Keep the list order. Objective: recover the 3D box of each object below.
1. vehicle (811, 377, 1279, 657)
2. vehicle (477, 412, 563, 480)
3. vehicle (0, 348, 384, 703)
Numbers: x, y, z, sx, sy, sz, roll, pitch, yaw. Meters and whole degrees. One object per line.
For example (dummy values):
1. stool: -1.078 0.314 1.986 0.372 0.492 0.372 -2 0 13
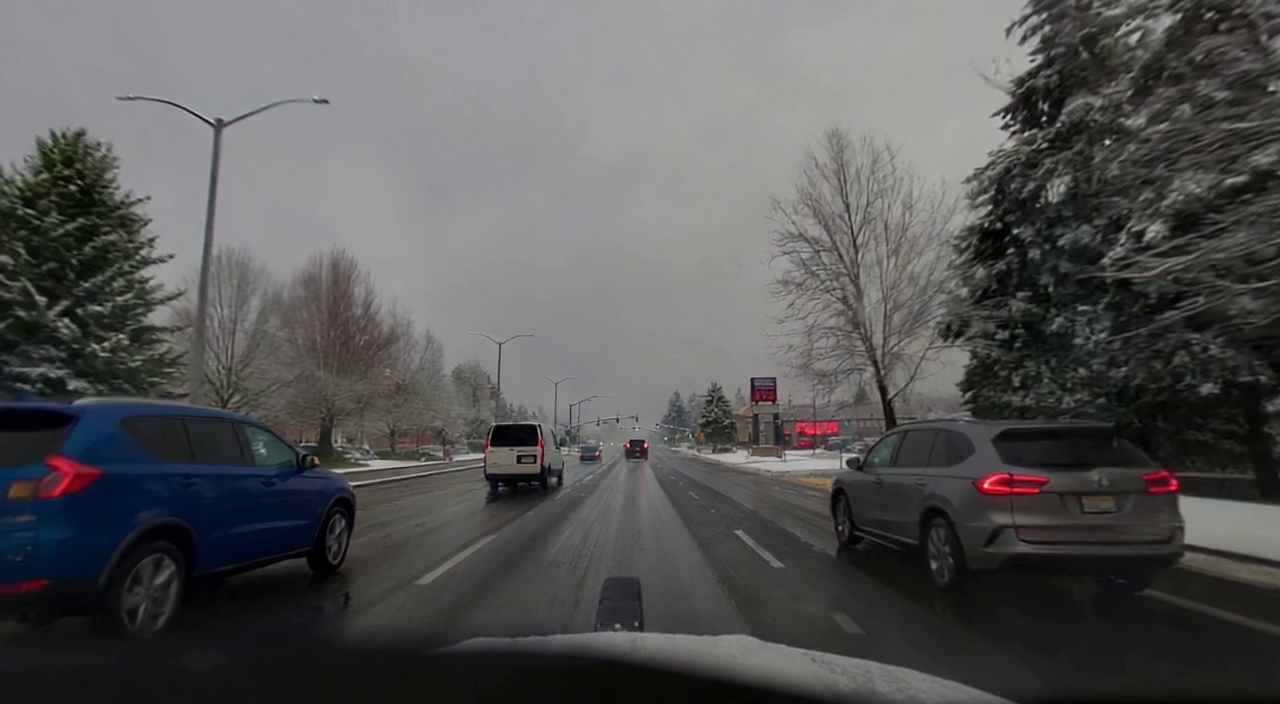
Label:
1. vehicle: 3.578 1.423 6.543 2.167 1.792 4.835 0 -9 -1
2. vehicle: -5.055 4.142 27.754 2.863 2.592 6.410 1 -9 -3
3. vehicle: -3.998 1.164 5.049 2.038 1.748 4.303 0 -9 0
